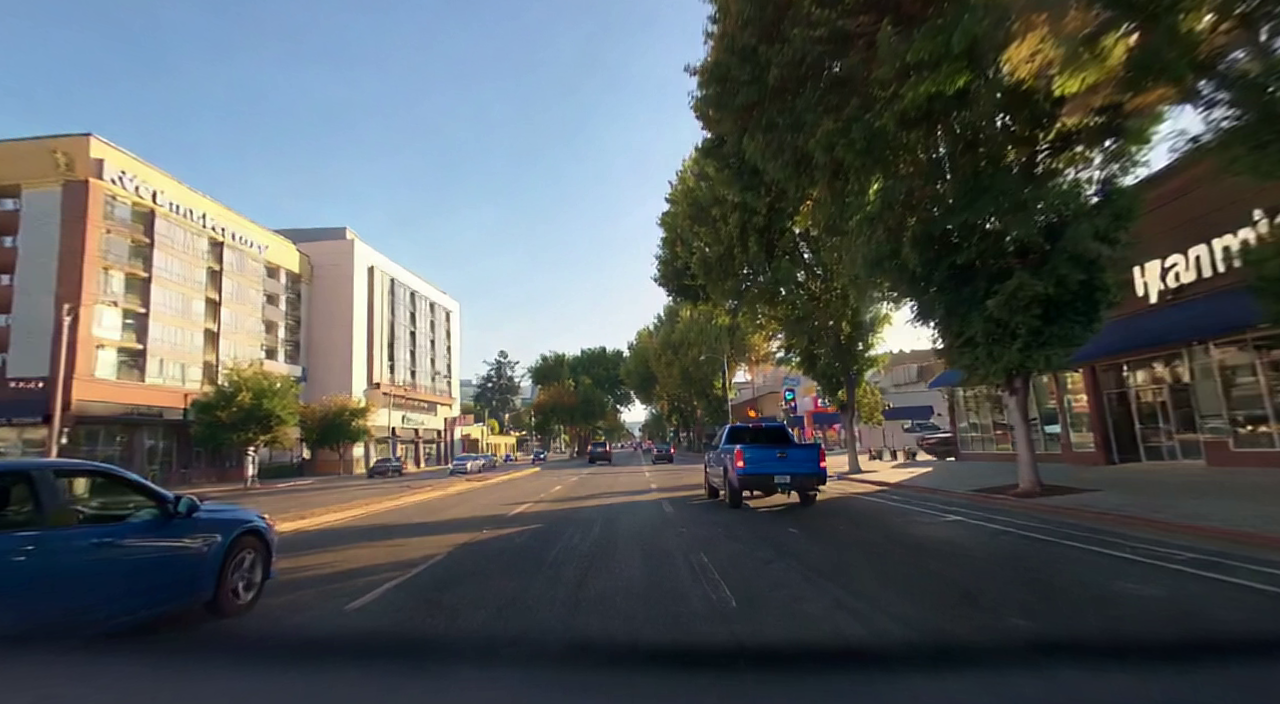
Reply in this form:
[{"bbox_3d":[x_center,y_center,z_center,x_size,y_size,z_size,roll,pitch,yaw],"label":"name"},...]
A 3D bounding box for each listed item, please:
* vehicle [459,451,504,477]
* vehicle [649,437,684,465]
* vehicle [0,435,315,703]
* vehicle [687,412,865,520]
[{"bbox_3d":[-9.764,6.911,39.185,1.780,1.412,4.283,0,-8,-1],"label":"vehicle"},{"bbox_3d":[2.002,7.786,49.789,2.502,2.007,4.993,0,-8,0],"label":"vehicle"},{"bbox_3d":[-3.440,1.067,2.583,1.888,1.424,4.553,0,-8,-1],"label":"vehicle"},{"bbox_3d":[2.682,2.493,14.418,2.590,1.932,5.776,0,-8,-2],"label":"vehicle"}]
